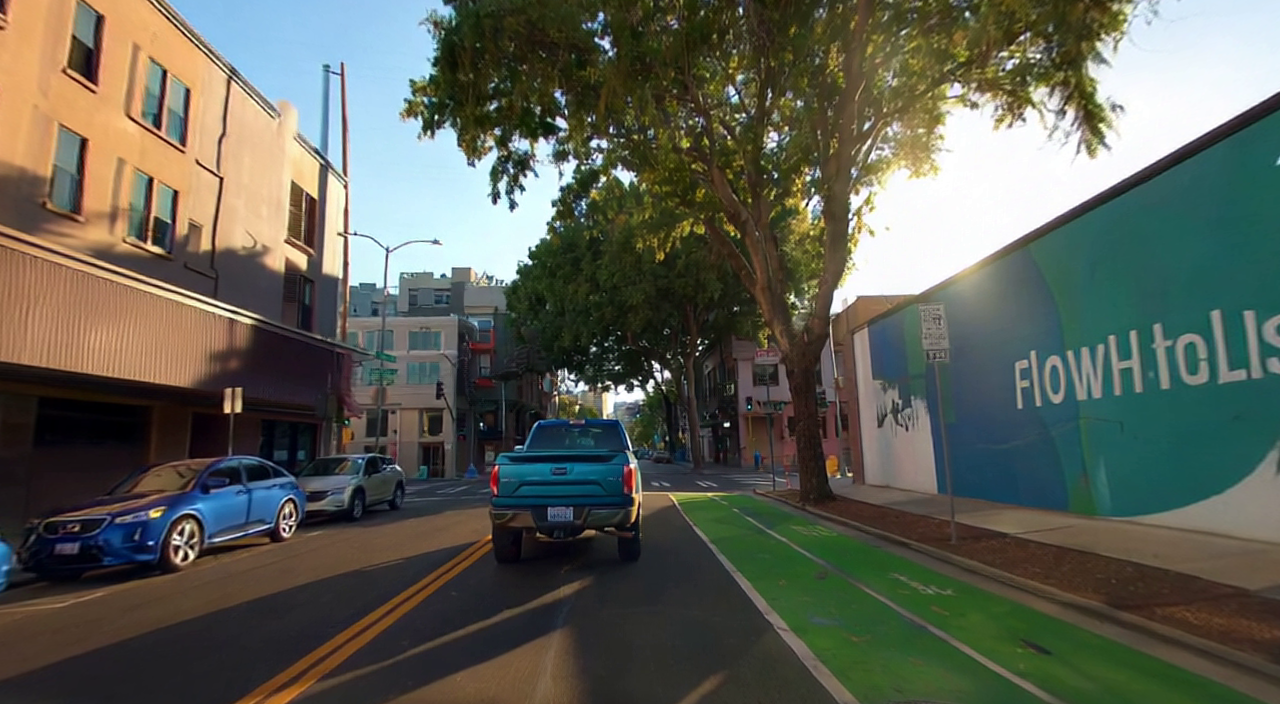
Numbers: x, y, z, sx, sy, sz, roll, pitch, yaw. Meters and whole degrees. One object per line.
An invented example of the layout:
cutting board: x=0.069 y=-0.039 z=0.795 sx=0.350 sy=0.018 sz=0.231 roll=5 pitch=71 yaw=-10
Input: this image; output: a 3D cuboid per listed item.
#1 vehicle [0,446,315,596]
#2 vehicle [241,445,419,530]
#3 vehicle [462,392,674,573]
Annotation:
vehicle: x=-7.229 y=2.437 z=10.131 sx=1.882 sy=1.686 sz=4.489 roll=-4 pitch=-8 yaw=-3
vehicle: x=-7.388 y=3.214 z=15.801 sx=1.884 sy=1.730 sz=5.076 roll=0 pitch=-8 yaw=0
vehicle: x=-0.733 y=1.711 z=9.020 sx=2.215 sy=1.882 sz=4.611 roll=0 pitch=-8 yaw=1
